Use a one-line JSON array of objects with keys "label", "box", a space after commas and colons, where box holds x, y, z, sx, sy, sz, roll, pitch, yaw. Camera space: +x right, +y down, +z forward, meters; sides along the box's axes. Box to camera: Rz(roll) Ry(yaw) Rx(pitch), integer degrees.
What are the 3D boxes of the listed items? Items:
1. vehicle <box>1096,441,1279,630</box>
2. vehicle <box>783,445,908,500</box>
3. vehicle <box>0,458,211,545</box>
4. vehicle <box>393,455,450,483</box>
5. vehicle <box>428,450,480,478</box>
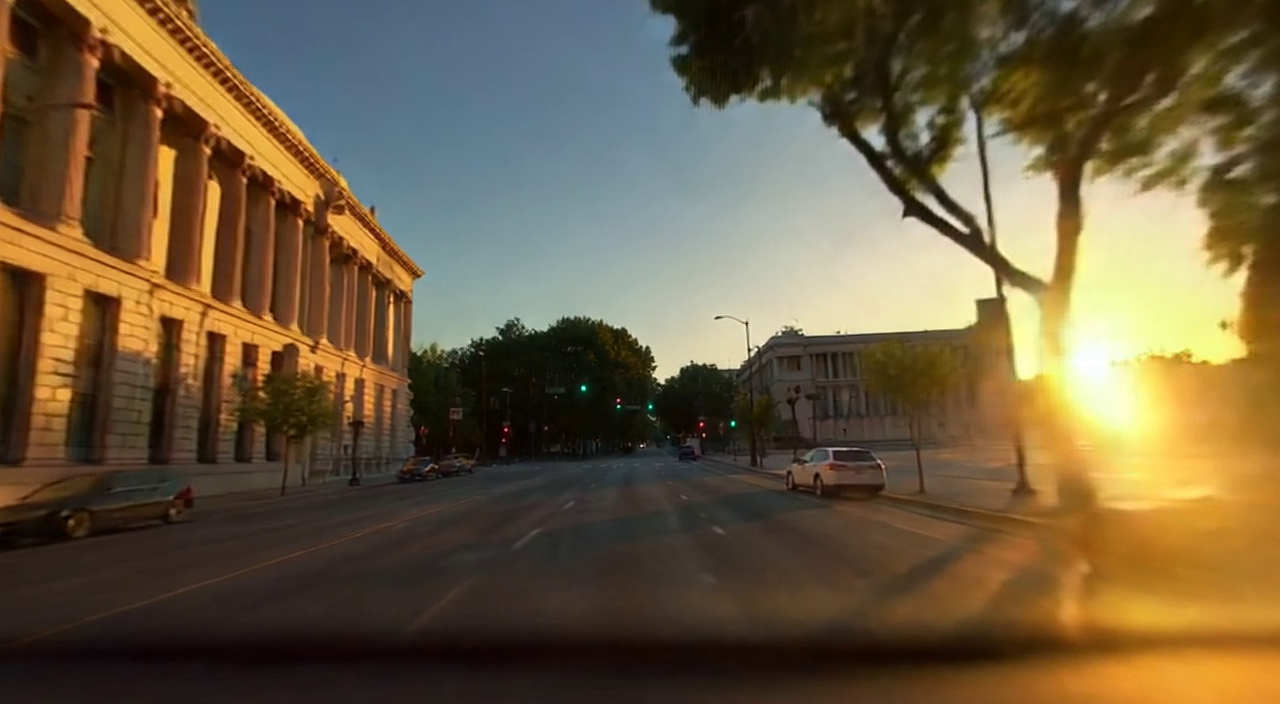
[{"label": "vehicle", "box": [5.843, 1.356, 4.489, 1.869, 1.430, 4.365, 0, -8, -1]}, {"label": "vehicle", "box": [5.999, 3.544, 19.157, 2.091, 1.445, 4.678, 0, -8, -1]}, {"label": "vehicle", "box": [-12.576, 3.357, 14.783, 1.911, 1.558, 4.793, -3, -9, -2]}, {"label": "vehicle", "box": [-12.637, 6.761, 36.801, 1.767, 1.455, 4.389, 0, -8, 0]}, {"label": "vehicle", "box": [-12.841, 7.722, 43.985, 2.011, 1.668, 5.474, -1, -8, -1]}]
